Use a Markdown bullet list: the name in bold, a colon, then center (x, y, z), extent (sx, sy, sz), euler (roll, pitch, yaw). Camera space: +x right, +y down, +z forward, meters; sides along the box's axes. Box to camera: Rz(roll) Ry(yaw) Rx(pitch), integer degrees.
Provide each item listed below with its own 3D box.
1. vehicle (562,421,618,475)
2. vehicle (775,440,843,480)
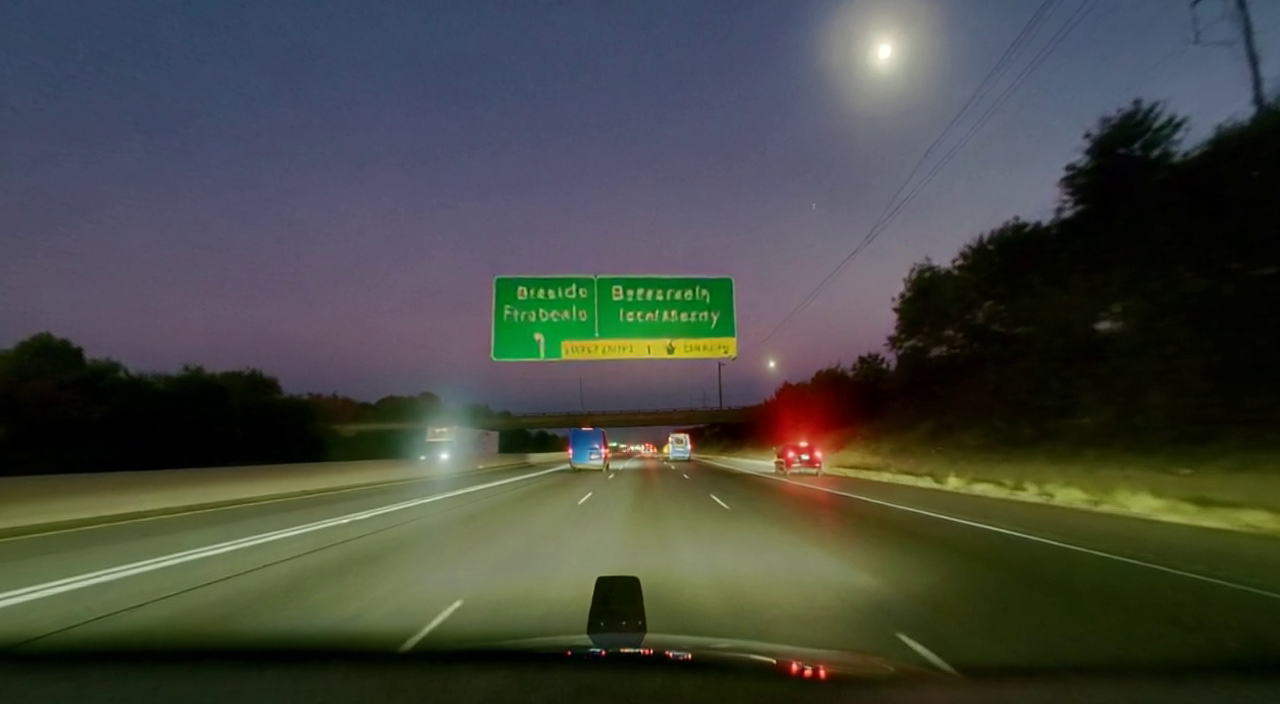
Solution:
- **vehicle**: center (-2.566, 5.219, 34.094), extent (2.451, 2.627, 5.868), euler (0, -9, 1)
- **vehicle**: center (7.584, 4.900, 28.711), extent (1.936, 1.664, 4.198), euler (0, -9, 1)
